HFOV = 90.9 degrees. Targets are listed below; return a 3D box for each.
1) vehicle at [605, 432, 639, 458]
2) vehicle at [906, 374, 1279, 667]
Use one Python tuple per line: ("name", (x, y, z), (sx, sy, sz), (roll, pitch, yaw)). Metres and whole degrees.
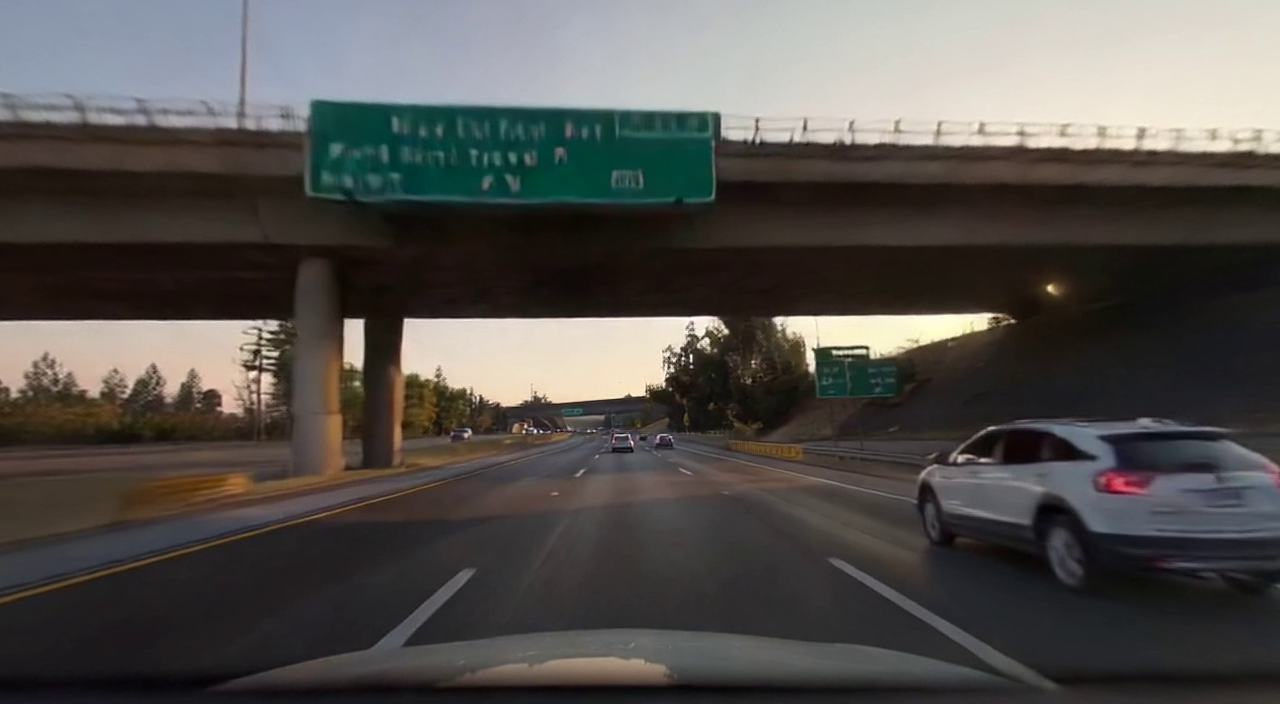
("vehicle", (-1.072, 5.548, 37.753), (1.987, 1.440, 3.565), (0, -8, -1))
("vehicle", (4.094, 1.179, 5.422), (1.892, 1.600, 3.782), (0, -8, -1))
